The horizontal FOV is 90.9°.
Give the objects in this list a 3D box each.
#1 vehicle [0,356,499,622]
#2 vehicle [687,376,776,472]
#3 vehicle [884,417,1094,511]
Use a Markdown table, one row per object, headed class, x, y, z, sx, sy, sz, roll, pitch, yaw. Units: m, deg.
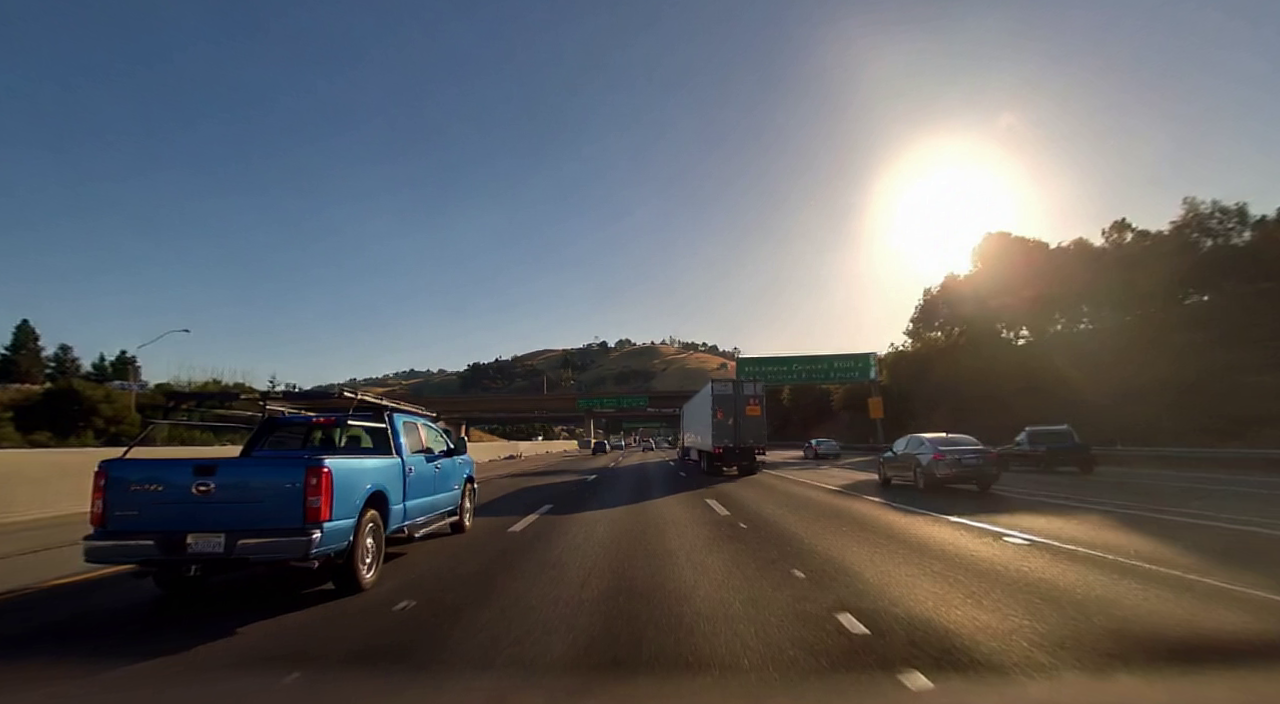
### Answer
| class | x | y | z | sx | sy | sz | roll | pitch | yaw |
| --- | --- | --- | --- | --- | --- | --- | --- | --- | --- |
| vehicle | -3.880 | 1.524 | 8.095 | 2.599 | 2.054 | 6.288 | 0 | -9 | 1 |
| vehicle | 4.361 | 3.999 | 33.286 | 2.885 | 4.036 | 12.891 | 0 | -8 | 1 |
| vehicle | 7.330 | 2.412 | 13.973 | 1.999 | 1.700 | 4.640 | 0 | -8 | 0 |
